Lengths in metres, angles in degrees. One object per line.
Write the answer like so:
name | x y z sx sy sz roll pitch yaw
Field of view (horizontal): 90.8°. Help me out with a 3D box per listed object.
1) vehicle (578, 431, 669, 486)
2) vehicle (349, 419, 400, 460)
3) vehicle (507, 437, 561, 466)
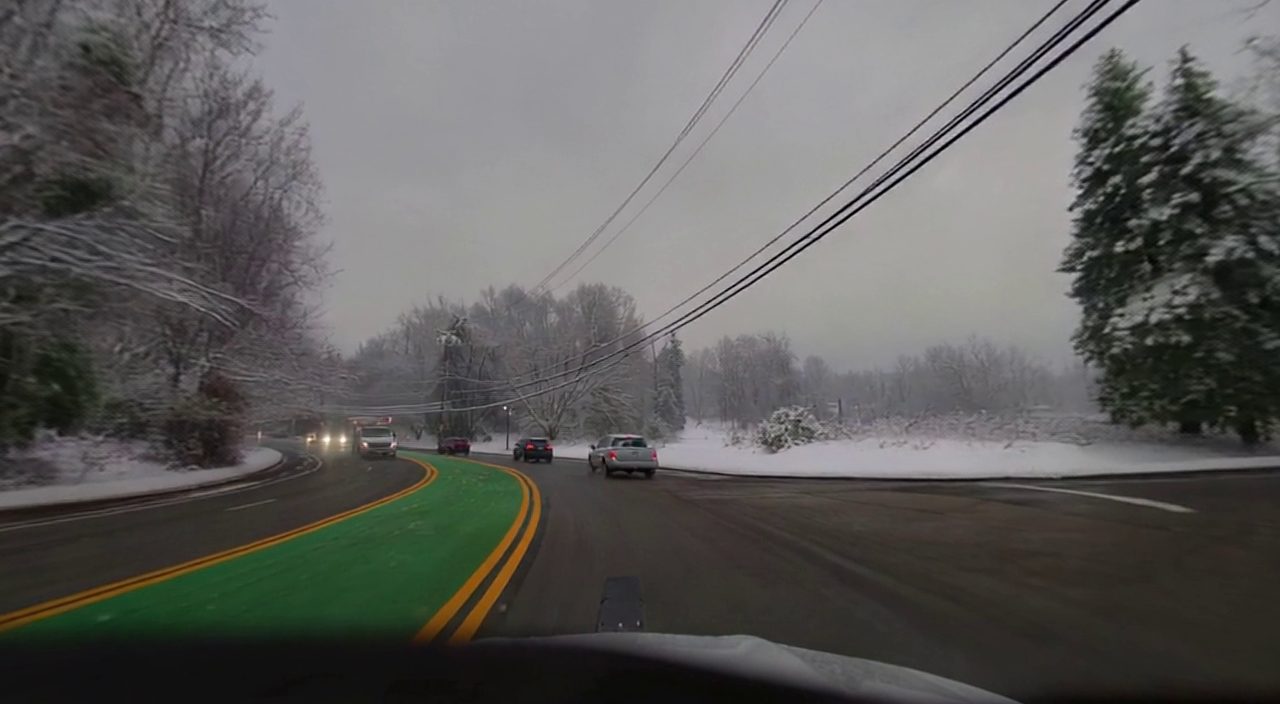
vehicle | -0.729 3.822 22.930 2.140 1.767 4.720 2 -9 -16
vehicle | -20.353 6.719 48.262 2.413 2.872 6.823 5 -10 -31
vehicle | -6.744 6.286 39.927 2.075 1.699 4.520 4 -10 -26
